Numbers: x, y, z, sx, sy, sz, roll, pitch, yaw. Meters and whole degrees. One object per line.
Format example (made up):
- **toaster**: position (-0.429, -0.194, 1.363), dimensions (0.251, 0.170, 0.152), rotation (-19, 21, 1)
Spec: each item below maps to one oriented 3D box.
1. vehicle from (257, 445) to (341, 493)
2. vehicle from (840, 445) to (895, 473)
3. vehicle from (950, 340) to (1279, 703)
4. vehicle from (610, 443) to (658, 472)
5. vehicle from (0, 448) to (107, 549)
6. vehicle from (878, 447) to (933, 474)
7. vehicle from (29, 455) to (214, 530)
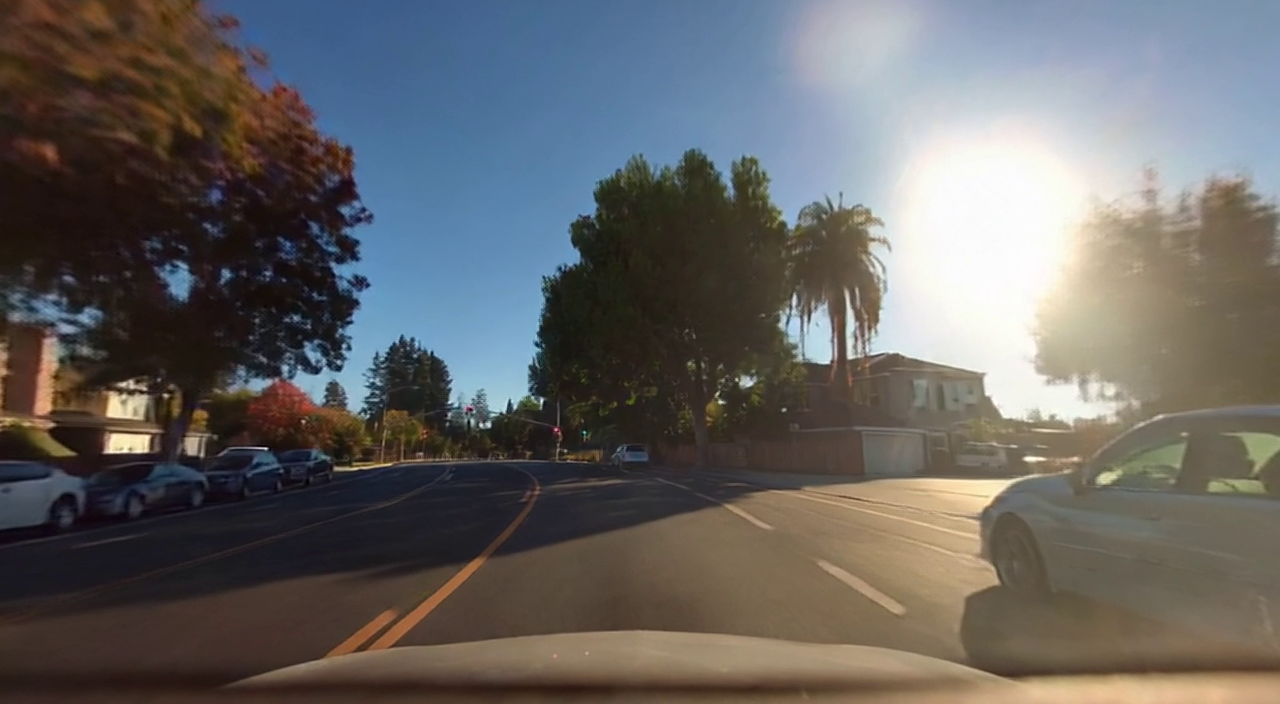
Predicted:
- **vehicle**: position (-15.448, 5.255, 28.959), dimensions (1.993, 1.801, 5.201), rotation (-2, -8, -12)
- **vehicle**: position (16.175, 7.592, 45.193), dimensions (2.044, 1.787, 4.597), rotation (-2, -9, -1)
- **vehicle**: position (4.044, 0.925, 3.390), dimensions (2.081, 1.828, 5.138), rotation (0, -8, -1)
- **vehicle**: position (-0.443, 6.271, 37.913), dimensions (1.951, 1.620, 4.582), rotation (2, -9, -12)
- **vehicle**: position (-12.723, 2.693, 11.641), dimensions (2.146, 1.806, 4.733), rotation (1, -8, -9)
- **vehicle**: position (18.886, 7.723, 45.140), dimensions (2.060, 1.769, 4.068), rotation (0, -8, -1)
- **vehicle**: position (-13.185, 3.524, 16.476), dimensions (1.829, 1.559, 4.288), rotation (1, -9, -11)
